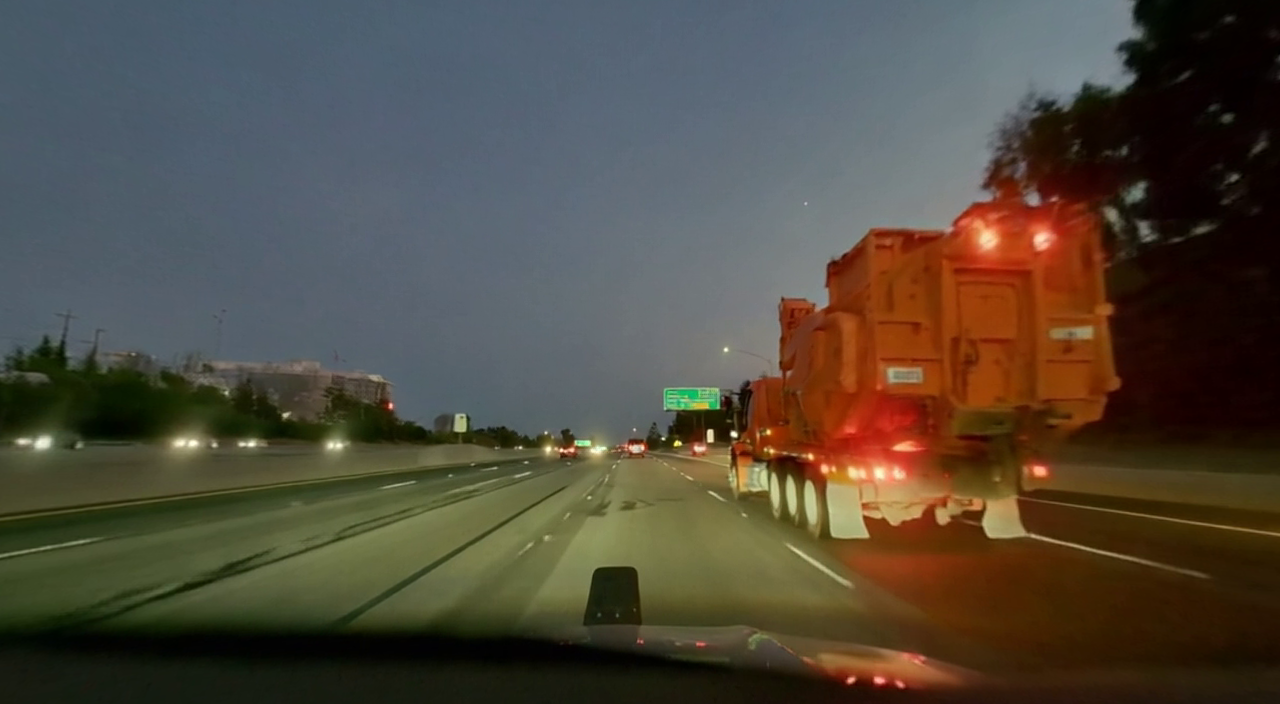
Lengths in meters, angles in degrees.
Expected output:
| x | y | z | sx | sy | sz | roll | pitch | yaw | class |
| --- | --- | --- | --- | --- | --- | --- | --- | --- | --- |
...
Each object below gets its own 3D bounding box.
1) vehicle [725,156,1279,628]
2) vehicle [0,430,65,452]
| x | y | z | sx | sy | sz | roll | pitch | yaw | class |
| --- | --- | --- | --- | --- | --- | --- | --- | --- | --- |
| 3.636 | 0.992 | 10.027 | 2.966 | 3.586 | 10.563 | 0 | -9 | -1 | vehicle |
| -44.120 | 6.388 | 45.179 | 1.782 | 1.493 | 4.408 | 0 | -9 | -1 | vehicle |
